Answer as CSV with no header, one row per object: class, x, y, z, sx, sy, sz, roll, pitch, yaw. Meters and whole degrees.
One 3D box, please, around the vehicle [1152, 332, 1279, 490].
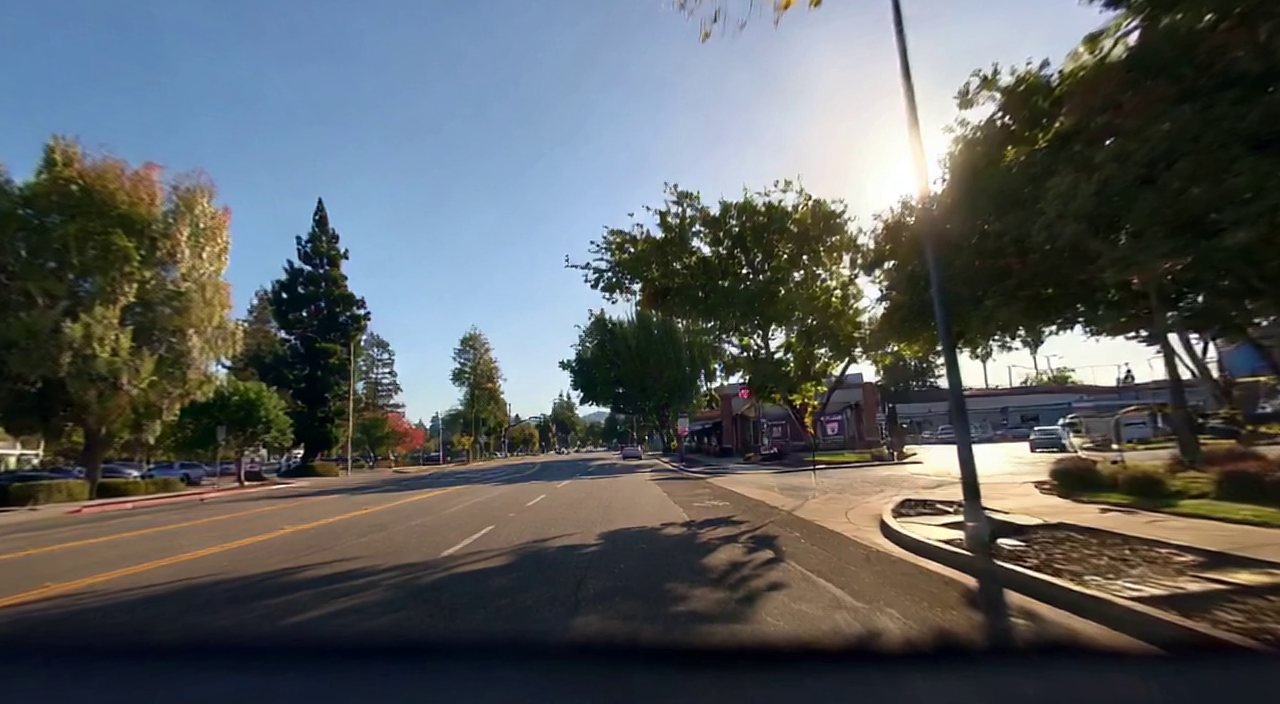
vehicle,10.577,0.867,8.696,5.683,1.930,2.232,2,-9,-13
